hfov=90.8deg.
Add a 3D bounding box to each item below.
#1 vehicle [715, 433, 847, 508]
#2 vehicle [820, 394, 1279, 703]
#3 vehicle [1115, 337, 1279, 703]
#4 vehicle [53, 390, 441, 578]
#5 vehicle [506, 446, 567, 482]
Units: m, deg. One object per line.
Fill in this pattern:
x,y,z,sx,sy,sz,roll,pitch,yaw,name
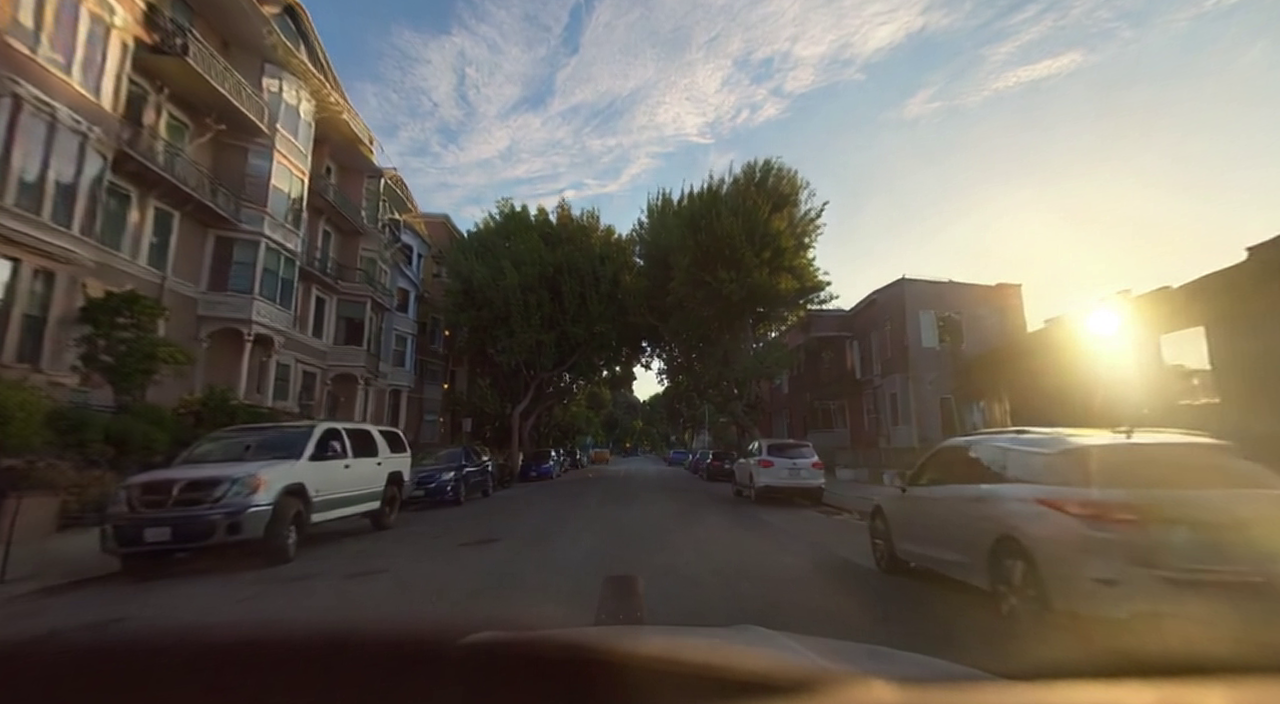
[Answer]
3.966,3.482,19.246,2.473,1.895,6.050,0,-8,-2,vehicle
3.691,1.435,5.965,2.445,1.662,5.309,0,-8,0,vehicle
3.603,0.580,0.708,2.216,1.790,5.077,0,-8,1,vehicle
-5.558,1.997,10.388,2.596,2.152,5.689,-2,-9,2,vehicle
-5.422,5.929,33.812,2.222,1.735,5.215,-1,-8,2,vehicle
